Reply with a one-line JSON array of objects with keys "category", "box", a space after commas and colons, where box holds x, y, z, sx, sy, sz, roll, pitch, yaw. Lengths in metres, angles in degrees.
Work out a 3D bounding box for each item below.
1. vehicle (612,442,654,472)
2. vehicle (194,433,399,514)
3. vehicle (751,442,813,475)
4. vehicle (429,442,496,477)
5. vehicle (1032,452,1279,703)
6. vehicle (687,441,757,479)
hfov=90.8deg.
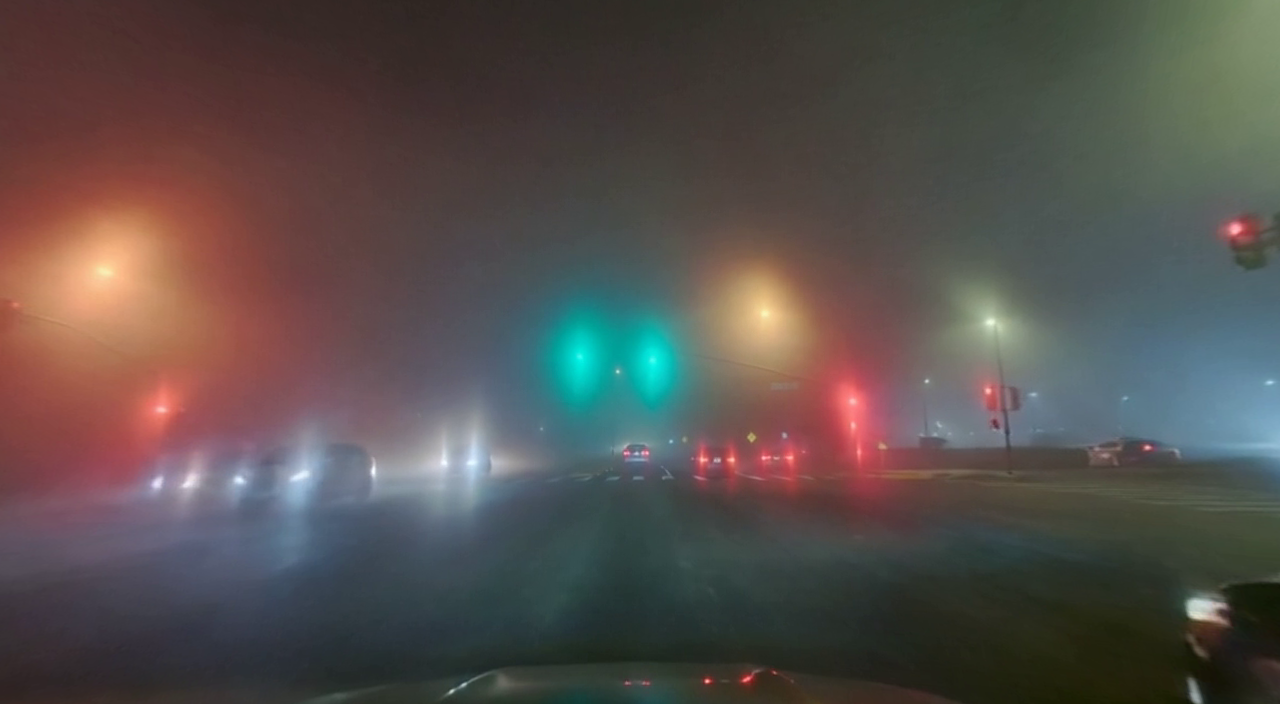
[{"category": "vehicle", "box": [-0.398, 5.669, 34.358, 2.143, 1.480, 4.006, 0, -8, -1]}, {"category": "vehicle", "box": [-8.572, 3.053, 16.490, 2.590, 1.769, 4.827, 0, -8, 0]}, {"category": "vehicle", "box": [6.816, 5.152, 30.854, 1.861, 1.473, 4.393, 0, -8, -2]}, {"category": "vehicle", "box": [-9.111, 5.529, 32.868, 2.160, 1.689, 4.451, 0, -8, 0]}, {"category": "vehicle", "box": [3.251, 0.896, 1.283, 2.080, 1.321, 4.382, 0, -8, 0]}, {"category": "vehicle", "box": [3.394, 4.586, 27.135, 2.226, 1.490, 4.593, 0, -8, -2]}]
